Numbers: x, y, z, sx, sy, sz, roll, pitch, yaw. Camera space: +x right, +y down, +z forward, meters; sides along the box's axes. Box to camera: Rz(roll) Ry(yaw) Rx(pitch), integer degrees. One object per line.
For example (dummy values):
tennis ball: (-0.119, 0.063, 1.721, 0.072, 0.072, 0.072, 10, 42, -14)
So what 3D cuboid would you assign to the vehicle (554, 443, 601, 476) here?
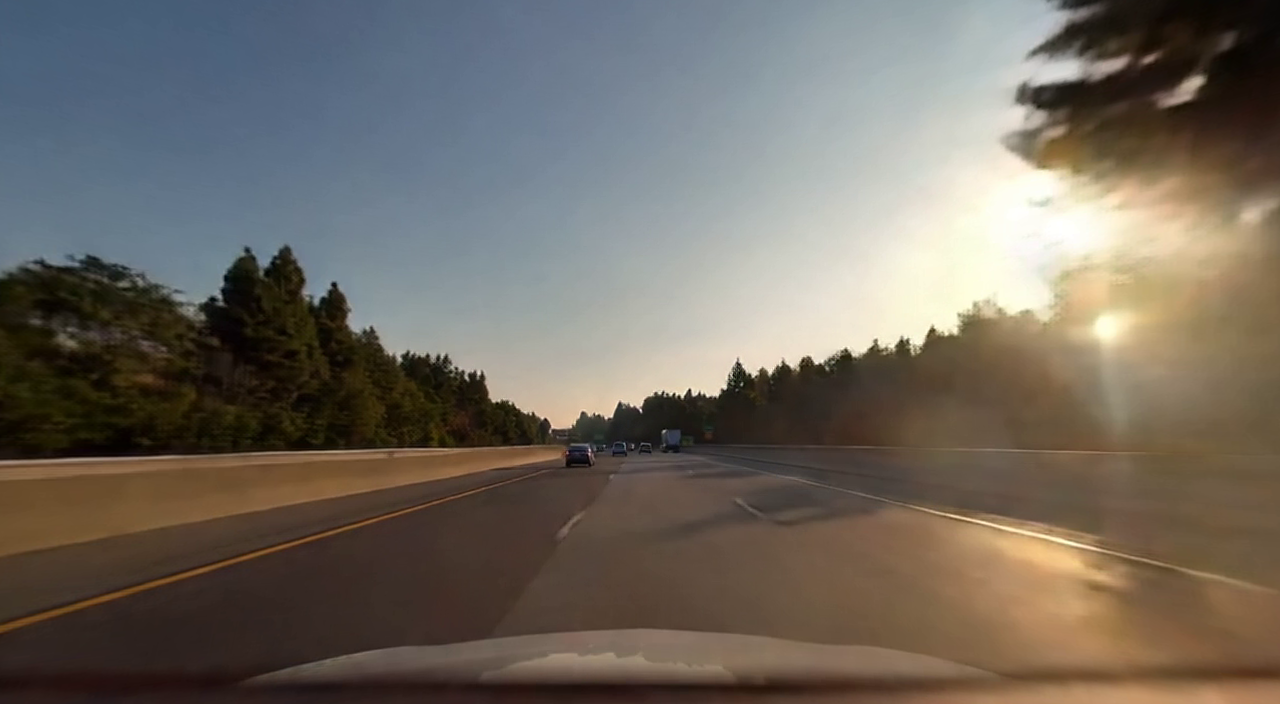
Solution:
vehicle: (-3.161, 5.519, 32.549, 2.025, 1.571, 3.662, 0, -9, 1)
